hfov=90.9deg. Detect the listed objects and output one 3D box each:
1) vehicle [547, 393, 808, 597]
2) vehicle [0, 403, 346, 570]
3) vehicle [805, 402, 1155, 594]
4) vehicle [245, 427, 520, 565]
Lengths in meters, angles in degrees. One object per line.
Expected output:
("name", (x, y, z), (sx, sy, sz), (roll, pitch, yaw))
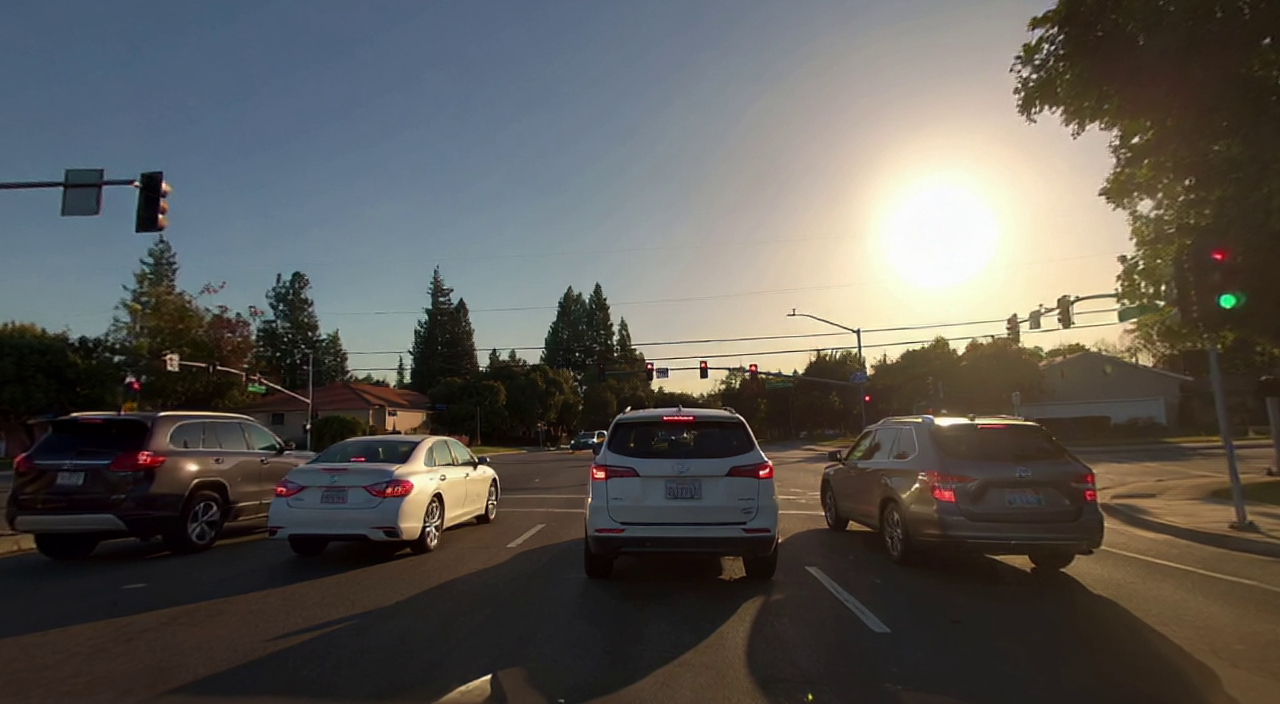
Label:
("vehicle", (0.393, 1.519, 7.495), (2.198, 1.708, 4.170), (0, -8, 2))
("vehicle", (-6.638, 1.821, 9.341), (2.075, 1.796, 4.785), (0, -8, 2))
("vehicle", (3.525, 1.590, 7.748), (2.047, 1.638, 4.395), (-1, -8, 4))
("vehicle", (-3.241, 1.889, 9.107), (1.885, 1.475, 4.359), (-1, -8, 4))
